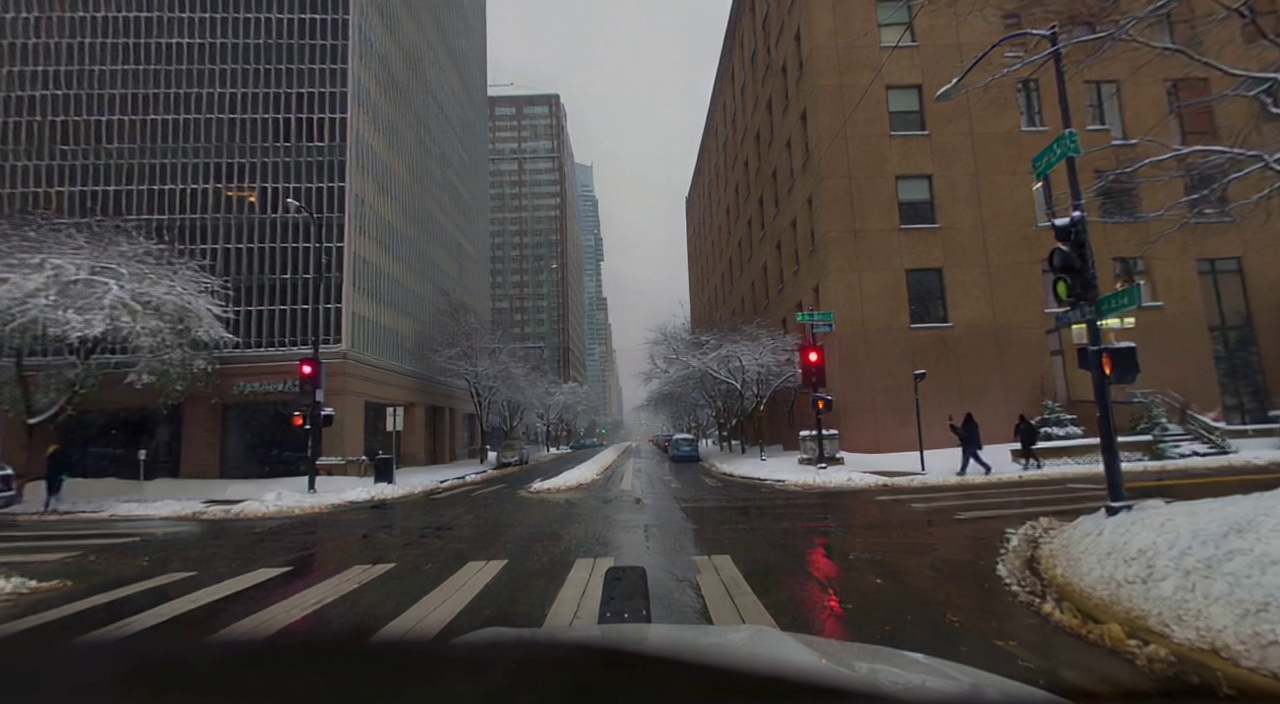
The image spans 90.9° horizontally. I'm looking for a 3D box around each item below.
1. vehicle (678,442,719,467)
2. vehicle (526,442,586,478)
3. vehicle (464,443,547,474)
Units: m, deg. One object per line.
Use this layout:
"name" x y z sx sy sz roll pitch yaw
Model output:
"vehicle" 3.538 6.281 38.861 1.853 1.426 4.160 1 -8 -3
"vehicle" -3.671 4.818 28.472 1.989 1.481 4.500 0 -8 1
"vehicle" -8.037 6.375 38.003 1.963 1.726 4.526 -8 -12 44
